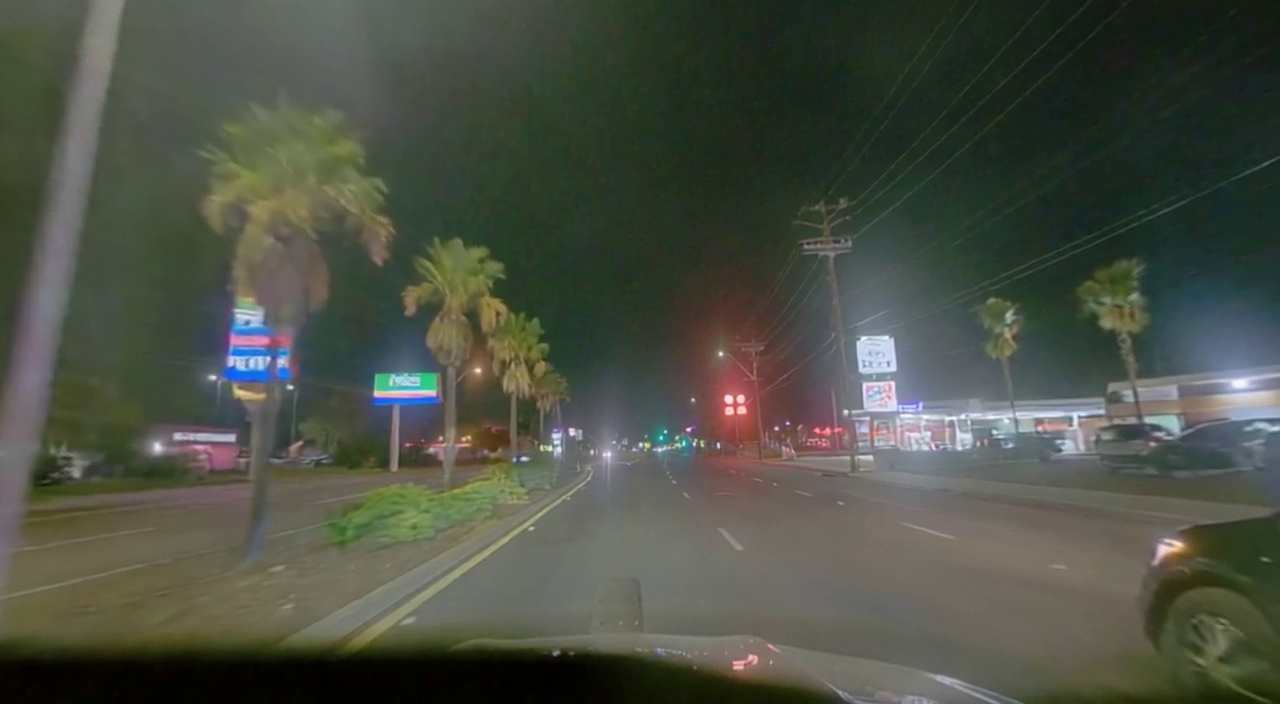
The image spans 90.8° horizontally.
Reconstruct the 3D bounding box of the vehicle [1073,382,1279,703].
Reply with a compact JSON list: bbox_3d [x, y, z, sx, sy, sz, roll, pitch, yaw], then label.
[{"bbox_3d":[3.463,0.686,0.915,2.075,1.579,5.101,0,-9,0],"label":"vehicle"}]

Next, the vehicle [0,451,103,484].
[{"bbox_3d":[-32.531,6.262,34.592,1.886,1.609,4.563,-1,-9,6],"label":"vehicle"}]
